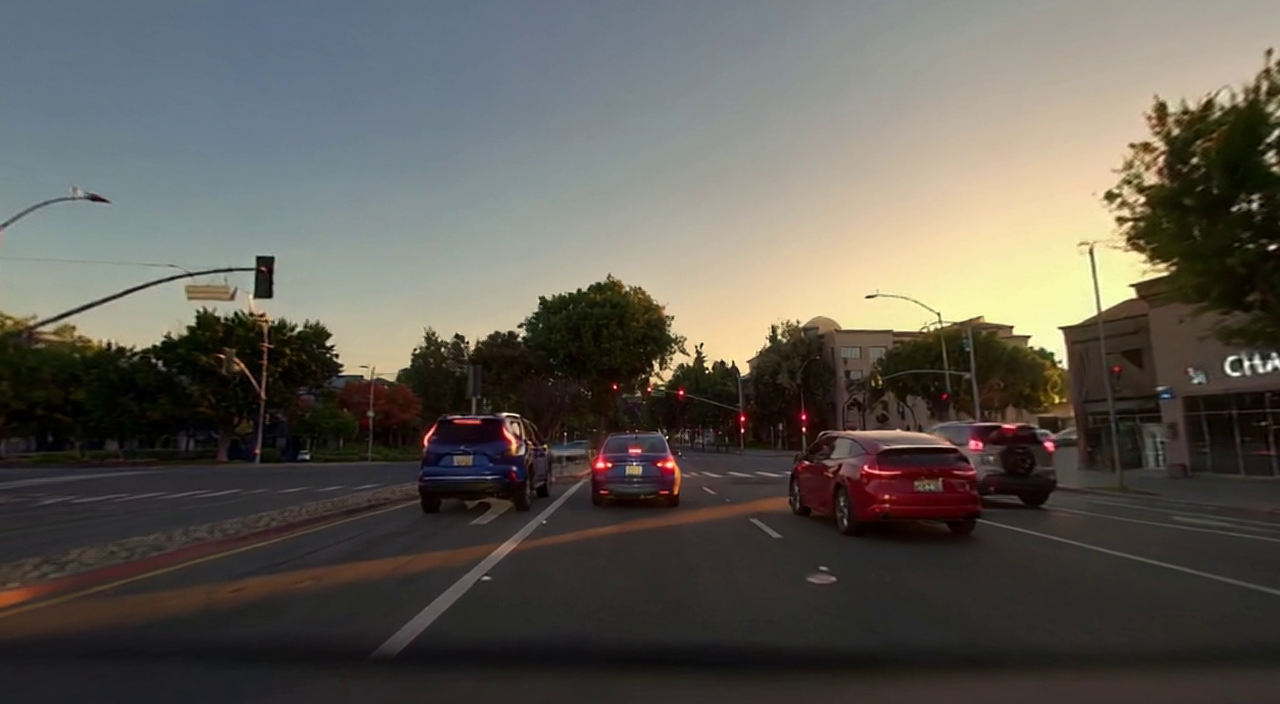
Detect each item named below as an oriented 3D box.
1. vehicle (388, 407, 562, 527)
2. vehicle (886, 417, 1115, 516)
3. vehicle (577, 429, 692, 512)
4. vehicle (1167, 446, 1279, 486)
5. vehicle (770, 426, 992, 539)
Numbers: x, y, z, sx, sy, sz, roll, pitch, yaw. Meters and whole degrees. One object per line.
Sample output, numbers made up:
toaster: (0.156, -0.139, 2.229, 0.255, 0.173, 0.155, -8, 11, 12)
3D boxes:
vehicle: (-2.836, 2.128, 12.171, 2.064, 1.825, 4.760, 0, -8, 0)
vehicle: (7.278, 2.365, 13.531, 2.068, 1.731, 4.752, 0, -8, 0)
vehicle: (-0.130, 2.462, 13.563, 2.097, 1.480, 4.006, 0, -8, -1)
vehicle: (23.179, 4.313, 24.091, 4.368, 1.448, 1.876, 0, -8, 2)
vehicle: (3.632, 2.040, 10.553, 1.861, 1.473, 4.393, 0, -8, -2)
